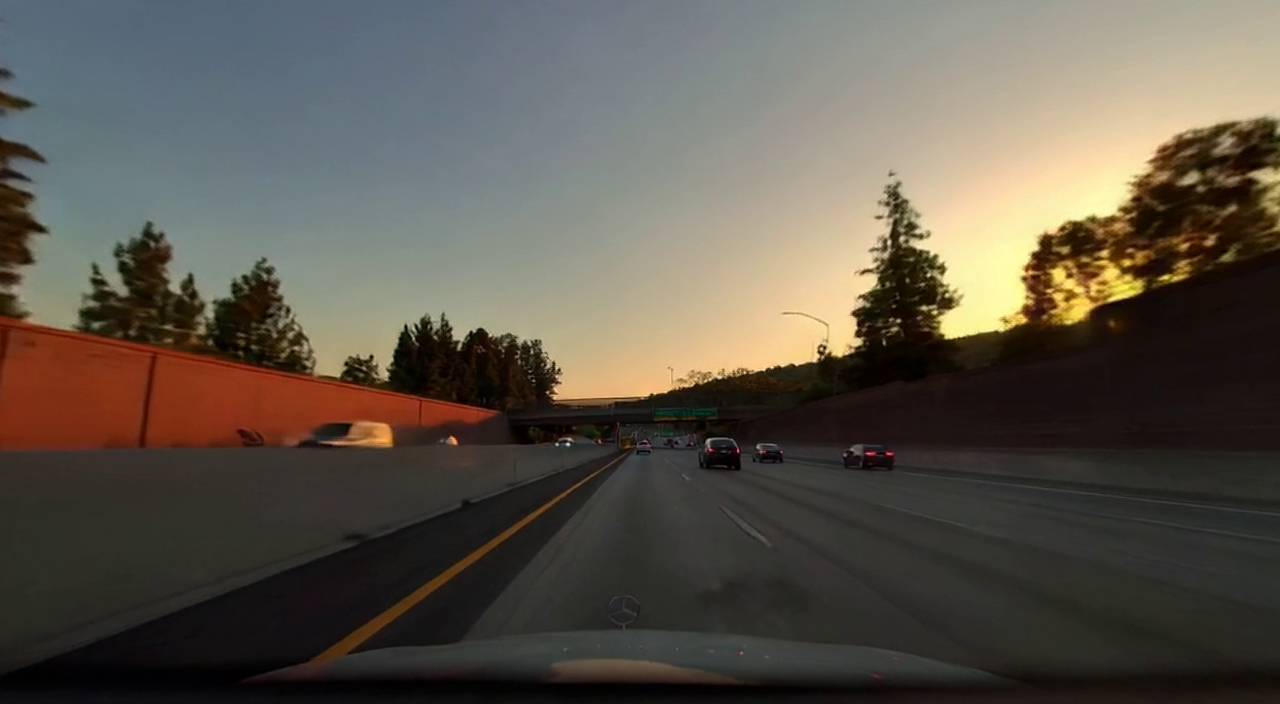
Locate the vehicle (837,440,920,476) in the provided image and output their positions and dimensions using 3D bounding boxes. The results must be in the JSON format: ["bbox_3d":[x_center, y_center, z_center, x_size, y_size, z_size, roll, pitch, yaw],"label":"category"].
[{"bbox_3d":[10.554,4.706,28.281,1.970,1.479,4.480,0,-8,0],"label":"vehicle"}]

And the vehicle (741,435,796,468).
[{"bbox_3d":[7.224,5.670,35.964,2.178,1.749,4.570,0,-8,0],"label":"vehicle"}]

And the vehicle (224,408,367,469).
[{"bbox_3d":[-9.965,2.569,18.641,1.919,1.596,3.866,0,-9,2],"label":"vehicle"}]

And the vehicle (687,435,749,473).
[{"bbox_3d":[3.581,4.786,29.780,2.326,1.644,4.206,0,-9,-1],"label":"vehicle"}]
